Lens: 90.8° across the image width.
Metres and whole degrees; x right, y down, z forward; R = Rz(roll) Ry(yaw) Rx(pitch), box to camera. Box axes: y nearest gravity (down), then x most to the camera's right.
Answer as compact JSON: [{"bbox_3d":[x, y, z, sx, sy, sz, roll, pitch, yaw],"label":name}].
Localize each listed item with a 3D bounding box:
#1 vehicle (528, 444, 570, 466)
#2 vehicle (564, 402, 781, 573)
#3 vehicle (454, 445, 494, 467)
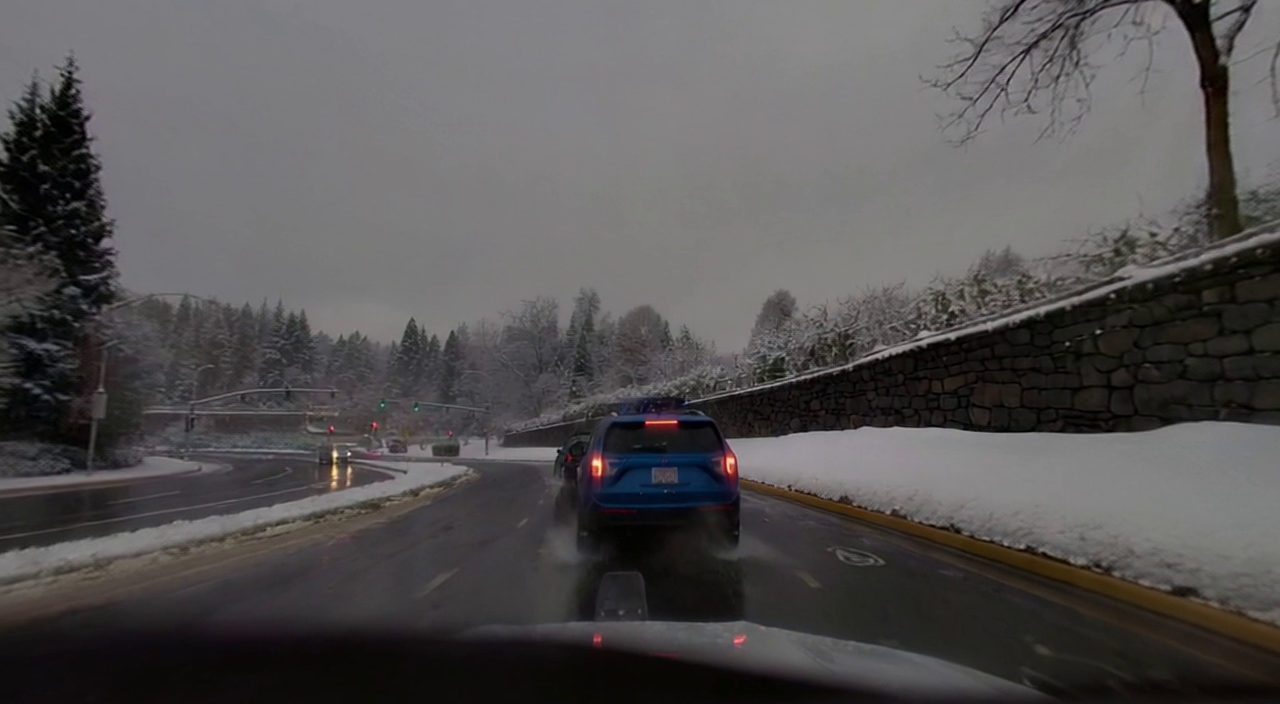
[{"bbox_3d":[-6.551,7.313,45.093,1.932,1.488,4.578,3,-9,-21],"label":"vehicle"},{"bbox_3d":[0.189,1.728,8.830,2.287,1.762,4.269,1,-8,-4],"label":"vehicle"},{"bbox_3d":[-12.282,7.640,46.620,2.023,1.474,4.286,4,-9,-25],"label":"vehicle"}]
